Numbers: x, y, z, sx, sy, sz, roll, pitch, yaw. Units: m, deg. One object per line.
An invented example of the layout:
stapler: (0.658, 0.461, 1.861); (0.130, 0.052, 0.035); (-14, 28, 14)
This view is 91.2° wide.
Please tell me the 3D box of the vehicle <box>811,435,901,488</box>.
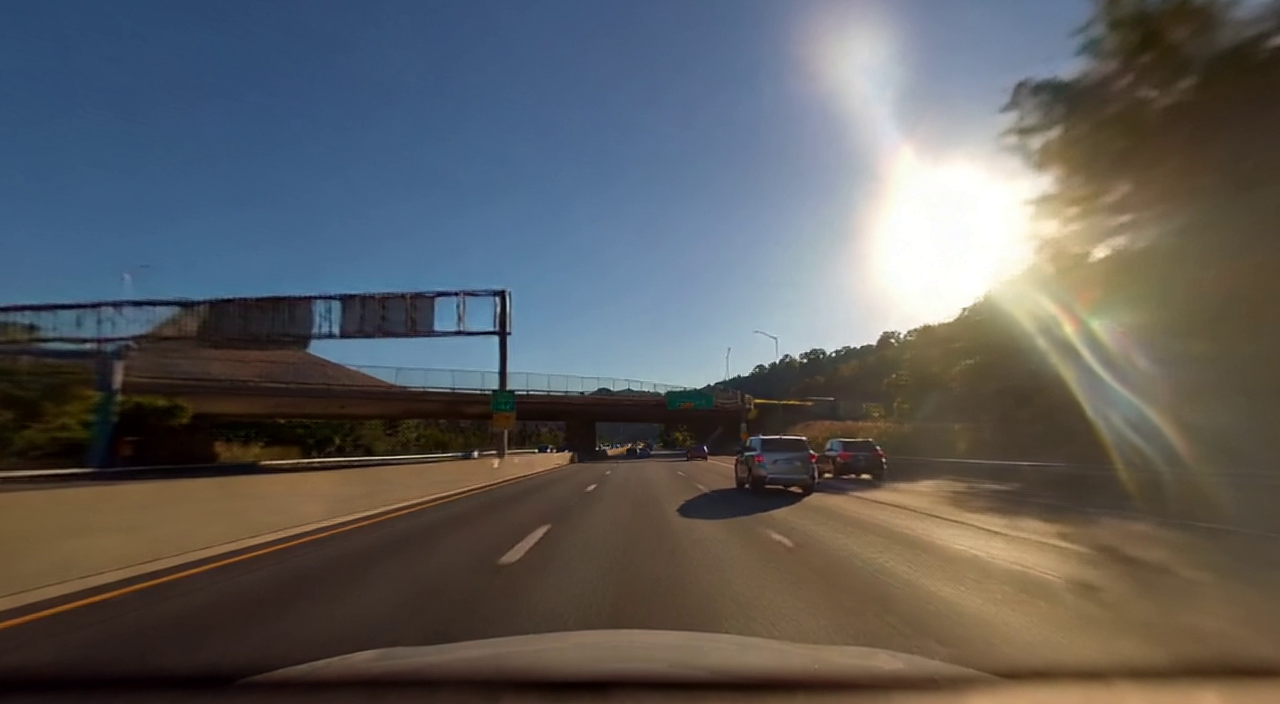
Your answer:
vehicle: (8.018, 4.101, 23.652); (1.898, 1.798, 3.805); (0, -9, -2)

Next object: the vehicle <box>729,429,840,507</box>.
vehicle: (3.573, 2.957, 16.332); (1.784, 1.733, 4.141); (0, -9, -1)
